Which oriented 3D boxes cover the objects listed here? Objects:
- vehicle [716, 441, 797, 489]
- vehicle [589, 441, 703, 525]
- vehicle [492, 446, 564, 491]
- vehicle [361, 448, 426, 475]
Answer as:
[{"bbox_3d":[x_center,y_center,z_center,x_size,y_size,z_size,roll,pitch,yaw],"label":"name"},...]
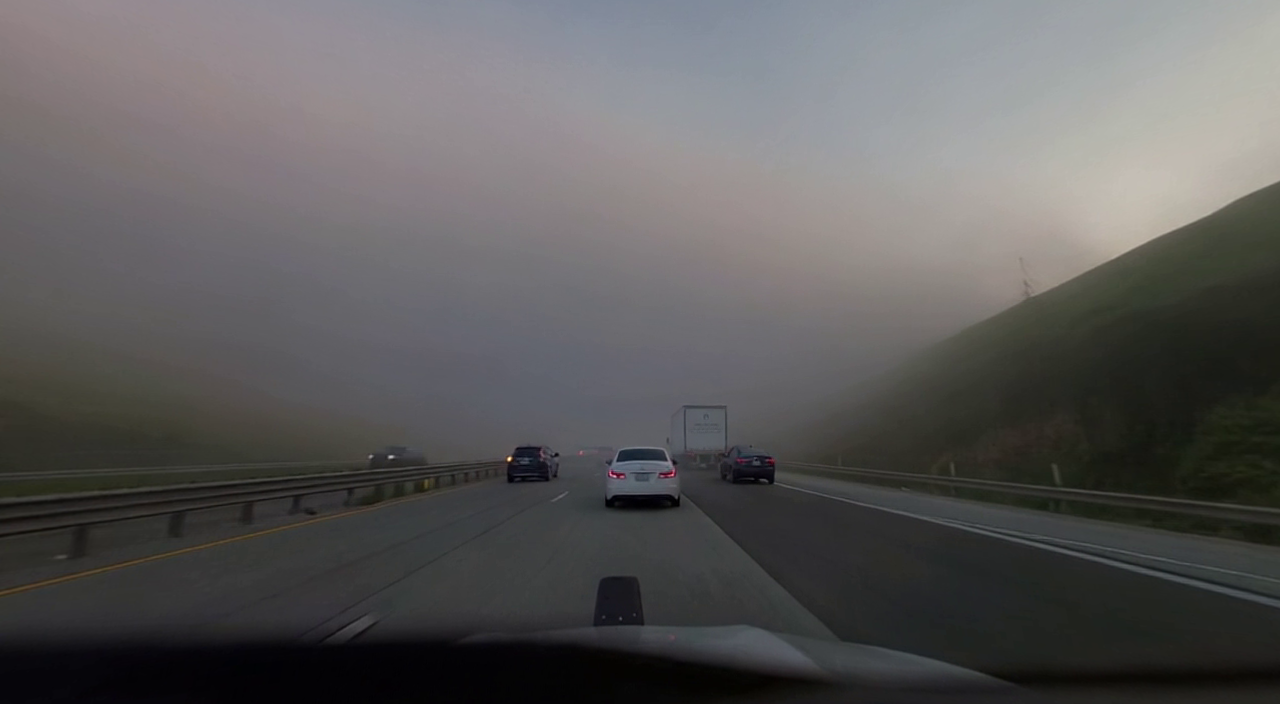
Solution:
[{"bbox_3d":[4.117,4.082,23.052,2.029,1.579,4.484,0,-9,-1],"label":"vehicle"},{"bbox_3d":[0.106,2.641,13.198,2.041,1.484,3.535,0,-9,0],"label":"vehicle"},{"bbox_3d":[-4.013,4.225,23.200,1.848,1.486,3.832,-1,-9,2],"label":"vehicle"},{"bbox_3d":[-15.157,6.739,39.042,1.959,1.574,4.844,0,-9,1],"label":"vehicle"}]
